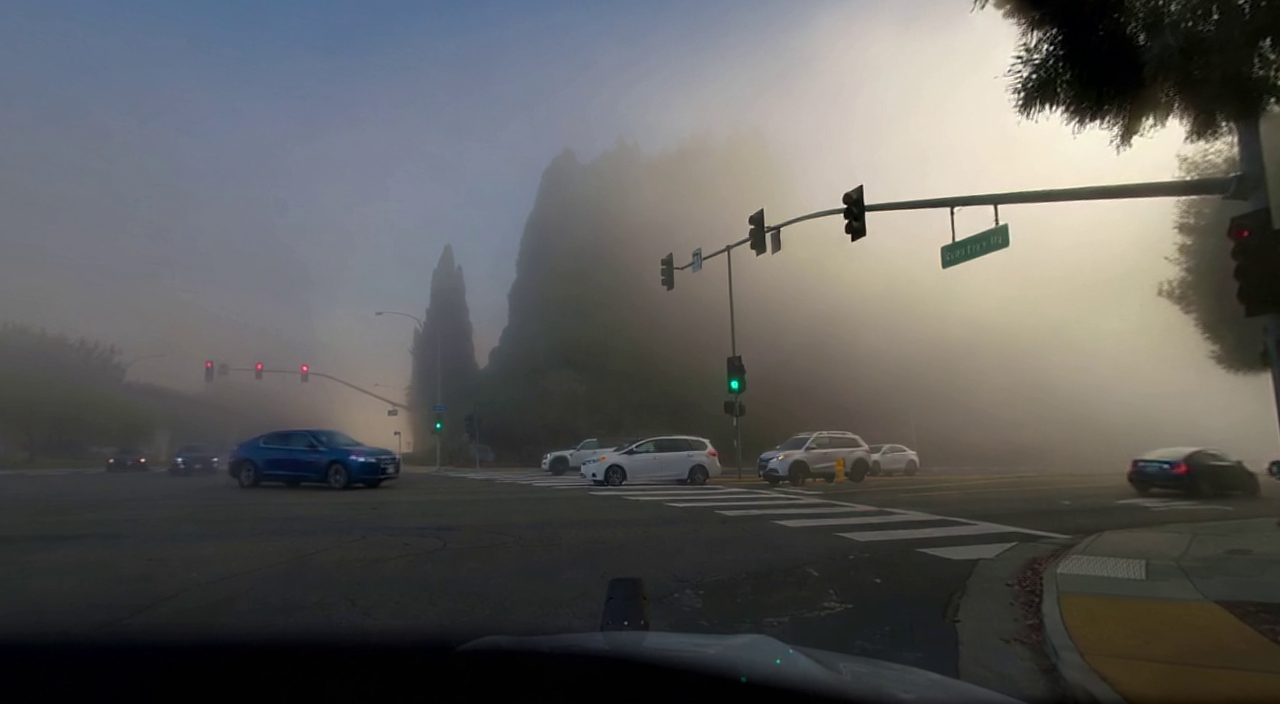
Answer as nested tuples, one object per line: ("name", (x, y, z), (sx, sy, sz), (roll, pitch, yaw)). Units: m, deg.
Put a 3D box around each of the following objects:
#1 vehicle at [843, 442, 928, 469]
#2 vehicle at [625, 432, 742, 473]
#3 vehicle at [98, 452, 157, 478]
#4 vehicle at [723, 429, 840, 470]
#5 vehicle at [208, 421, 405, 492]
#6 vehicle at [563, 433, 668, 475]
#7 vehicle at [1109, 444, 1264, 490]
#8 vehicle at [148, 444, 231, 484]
("vehicle", (13.829, 5.783, 35.417), (4.457, 1.429, 1.862), (4, -9, -26))
("vehicle", (1.800, 4.141, 26.142), (4.483, 1.589, 1.852), (4, -9, -25))
("vehicle", (-32.528, 7.124, 39.941), (4.589, 1.462, 1.953), (-7, -11, 40))
("vehicle", (7.319, 5.064, 32.541), (5.791, 1.964, 2.199), (5, -10, -26))
("vehicle", (-9.841, 3.047, 18.565), (5.332, 1.807, 2.450), (-5, -10, 28))
("vehicle", (-1.083, 4.579, 28.492), (4.360, 1.749, 1.895), (4, -10, -28))
("vehicle", (18.736, 3.868, 21.622), (4.686, 1.425, 2.018), (3, -9, -23))
("vehicle", (-18.811, 4.592, 26.208), (2.000, 1.484, 4.826), (8, -12, -43))
